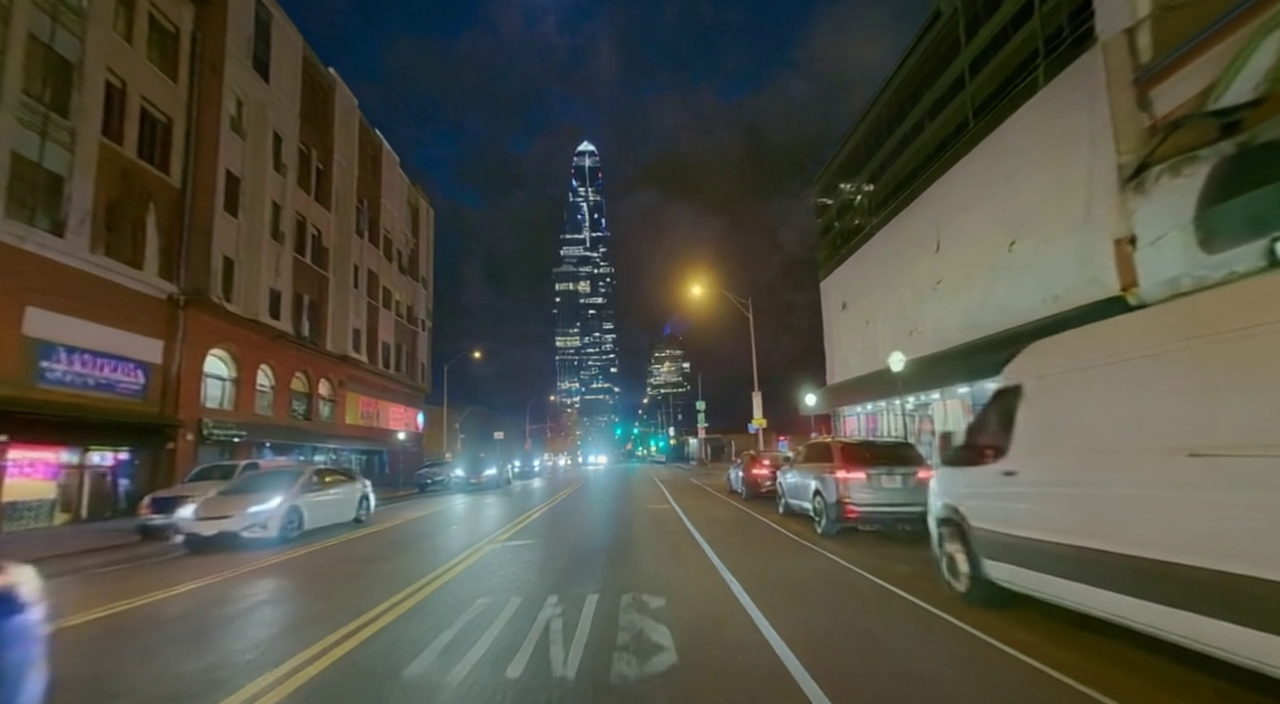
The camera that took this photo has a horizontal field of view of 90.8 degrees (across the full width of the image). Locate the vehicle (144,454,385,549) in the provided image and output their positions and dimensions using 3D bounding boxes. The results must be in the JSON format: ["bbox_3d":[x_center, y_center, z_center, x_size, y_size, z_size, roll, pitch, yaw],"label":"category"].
[{"bbox_3d":[-7.218,2.878,12.893,2.009,1.488,4.650,-1,-9,1],"label":"vehicle"}]

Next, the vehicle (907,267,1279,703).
[{"bbox_3d":[3.796,0.826,3.261,2.215,2.177,5.608,0,-9,-2],"label":"vehicle"}]

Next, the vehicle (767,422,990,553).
[{"bbox_3d":[3.741,2.210,11.082,1.881,1.751,4.859,0,-9,-1],"label":"vehicle"}]

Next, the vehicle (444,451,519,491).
[{"bbox_3d":[-6.658,5.034,27.092,1.993,1.484,4.812,0,-9,0],"label":"vehicle"}]

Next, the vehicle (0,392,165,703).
[{"bbox_3d":[-3.242,0.727,0.778,2.024,1.579,4.300,0,-9,-2],"label":"vehicle"}]

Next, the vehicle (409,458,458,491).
[{"bbox_3d":[-11.456,6.792,35.206,1.586,1.397,3.473,-3,-6,0],"label":"vehicle"}]
